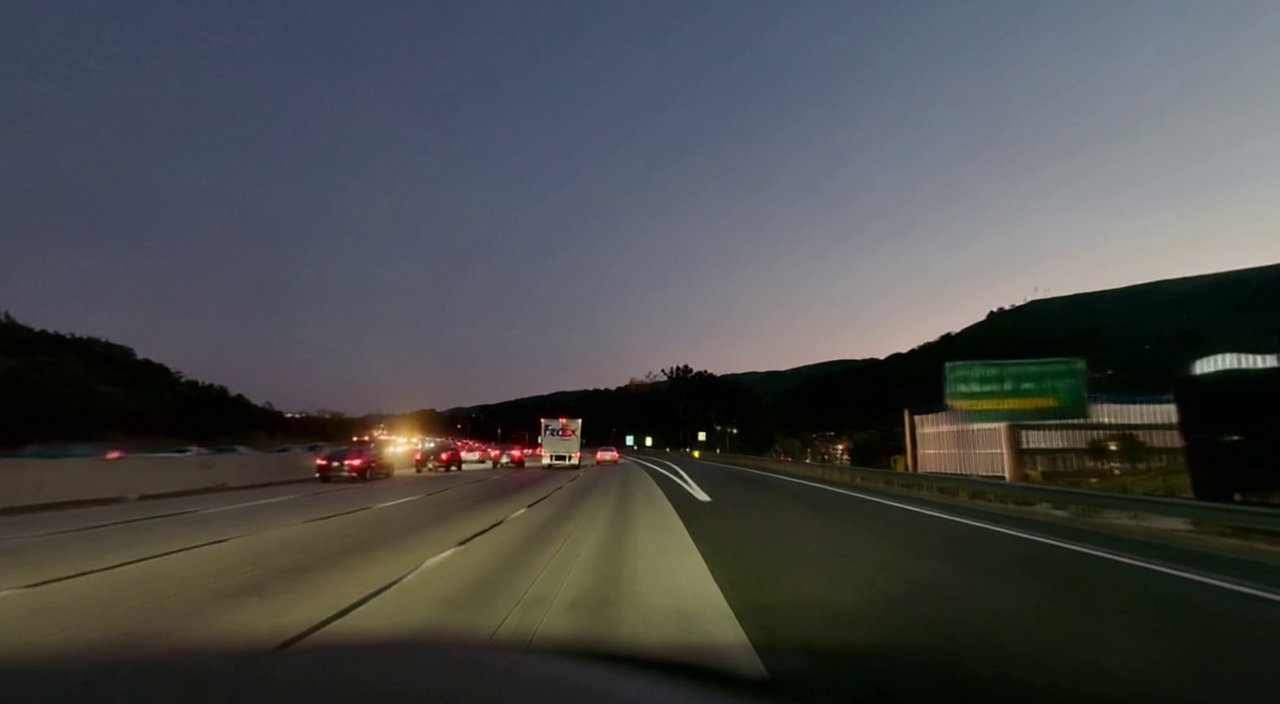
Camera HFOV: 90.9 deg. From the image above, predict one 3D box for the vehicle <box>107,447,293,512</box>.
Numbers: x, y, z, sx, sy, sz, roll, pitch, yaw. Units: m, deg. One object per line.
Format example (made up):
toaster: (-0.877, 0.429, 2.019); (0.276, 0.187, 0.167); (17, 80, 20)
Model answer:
vehicle: (-11.644, 3.356, 17.167); (1.879, 1.431, 4.425); (1, -8, -1)

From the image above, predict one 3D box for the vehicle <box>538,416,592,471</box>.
vehicle: (-4.773, 5.965, 41.375); (2.798, 3.212, 7.573); (2, -8, -2)

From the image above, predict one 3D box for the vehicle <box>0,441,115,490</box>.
vehicle: (-20.617, 3.787, 21.375); (1.815, 1.507, 4.468); (0, -8, 0)

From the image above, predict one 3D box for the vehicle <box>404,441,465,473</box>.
vehicle: (-12.497, 6.398, 38.760); (2.188, 1.784, 4.724); (0, -8, -1)

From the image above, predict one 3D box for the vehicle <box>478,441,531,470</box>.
vehicle: (-8.777, 6.752, 41.408); (2.461, 1.767, 4.991); (0, -8, -1)
